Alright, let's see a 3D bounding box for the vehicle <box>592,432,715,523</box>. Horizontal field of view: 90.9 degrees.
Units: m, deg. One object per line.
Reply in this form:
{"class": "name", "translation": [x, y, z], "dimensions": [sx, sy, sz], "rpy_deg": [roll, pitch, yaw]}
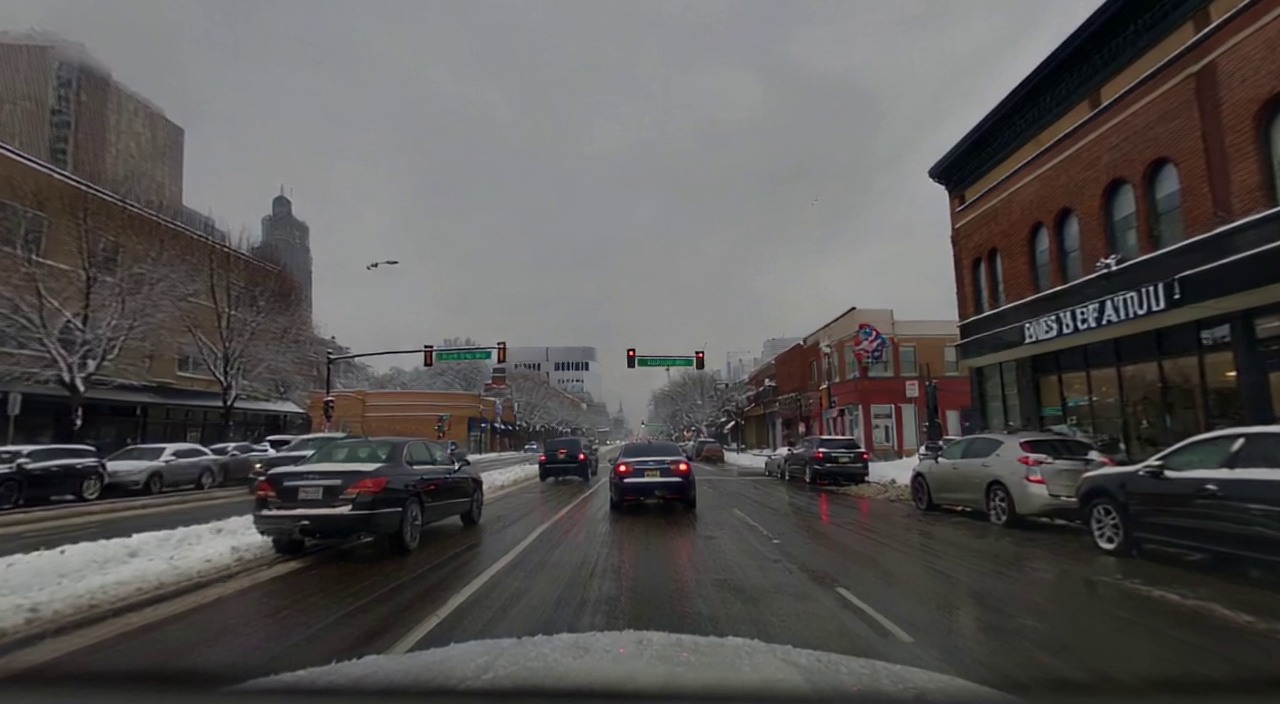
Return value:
{"class": "vehicle", "translation": [0.209, 2.394, 12.560], "dimensions": [2.037, 1.484, 4.073], "rpy_deg": [0, -9, 0]}

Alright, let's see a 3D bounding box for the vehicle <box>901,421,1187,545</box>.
{"class": "vehicle", "translation": [6.675, 2.193, 11.229], "dimensions": [1.986, 1.722, 4.516], "rpy_deg": [0, -9, -2]}

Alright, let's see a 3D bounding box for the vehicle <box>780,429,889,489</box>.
{"class": "vehicle", "translation": [6.680, 3.751, 22.424], "dimensions": [2.289, 1.867, 5.322], "rpy_deg": [0, -9, 1]}

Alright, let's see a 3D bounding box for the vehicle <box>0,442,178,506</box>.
{"class": "vehicle", "translation": [-17.240, 3.744, 19.850], "dimensions": [1.817, 1.754, 4.622], "rpy_deg": [0, -9, 0]}

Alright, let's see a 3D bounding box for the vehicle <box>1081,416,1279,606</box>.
{"class": "vehicle", "translation": [6.605, 1.427, 5.732], "dimensions": [1.915, 1.655, 4.515], "rpy_deg": [0, -9, 0]}

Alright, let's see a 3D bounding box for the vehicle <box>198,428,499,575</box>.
{"class": "vehicle", "translation": [-3.417, 1.821, 8.506], "dimensions": [1.950, 1.450, 4.257], "rpy_deg": [0, -9, 1]}

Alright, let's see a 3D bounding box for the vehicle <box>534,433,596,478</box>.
{"class": "vehicle", "translation": [-3.055, 4.329, 26.584], "dimensions": [2.007, 1.736, 4.185], "rpy_deg": [0, -9, 1]}
